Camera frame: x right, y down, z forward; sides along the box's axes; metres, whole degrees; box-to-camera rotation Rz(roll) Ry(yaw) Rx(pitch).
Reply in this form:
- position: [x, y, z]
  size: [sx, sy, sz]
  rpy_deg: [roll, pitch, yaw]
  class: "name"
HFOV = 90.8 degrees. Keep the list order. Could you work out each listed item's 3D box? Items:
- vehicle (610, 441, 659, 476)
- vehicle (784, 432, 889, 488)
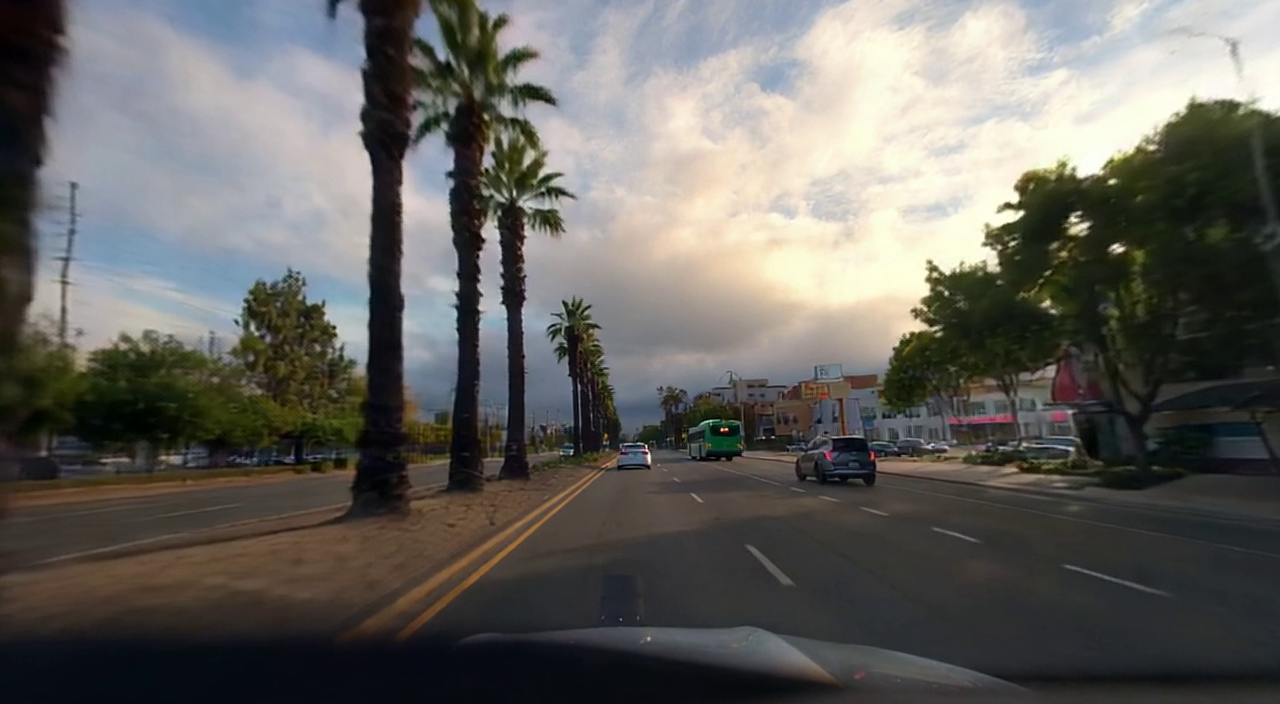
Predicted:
- position: [-0.221, 4.872, 29.181]
  size: [2.065, 1.477, 4.306]
  rpy_deg: [0, -9, 1]
  class: "vehicle"
- position: [6.319, 3.534, 20.898]
  size: [2.031, 1.670, 4.154]
  rpy_deg: [0, -9, -1]
  class: "vehicle"
